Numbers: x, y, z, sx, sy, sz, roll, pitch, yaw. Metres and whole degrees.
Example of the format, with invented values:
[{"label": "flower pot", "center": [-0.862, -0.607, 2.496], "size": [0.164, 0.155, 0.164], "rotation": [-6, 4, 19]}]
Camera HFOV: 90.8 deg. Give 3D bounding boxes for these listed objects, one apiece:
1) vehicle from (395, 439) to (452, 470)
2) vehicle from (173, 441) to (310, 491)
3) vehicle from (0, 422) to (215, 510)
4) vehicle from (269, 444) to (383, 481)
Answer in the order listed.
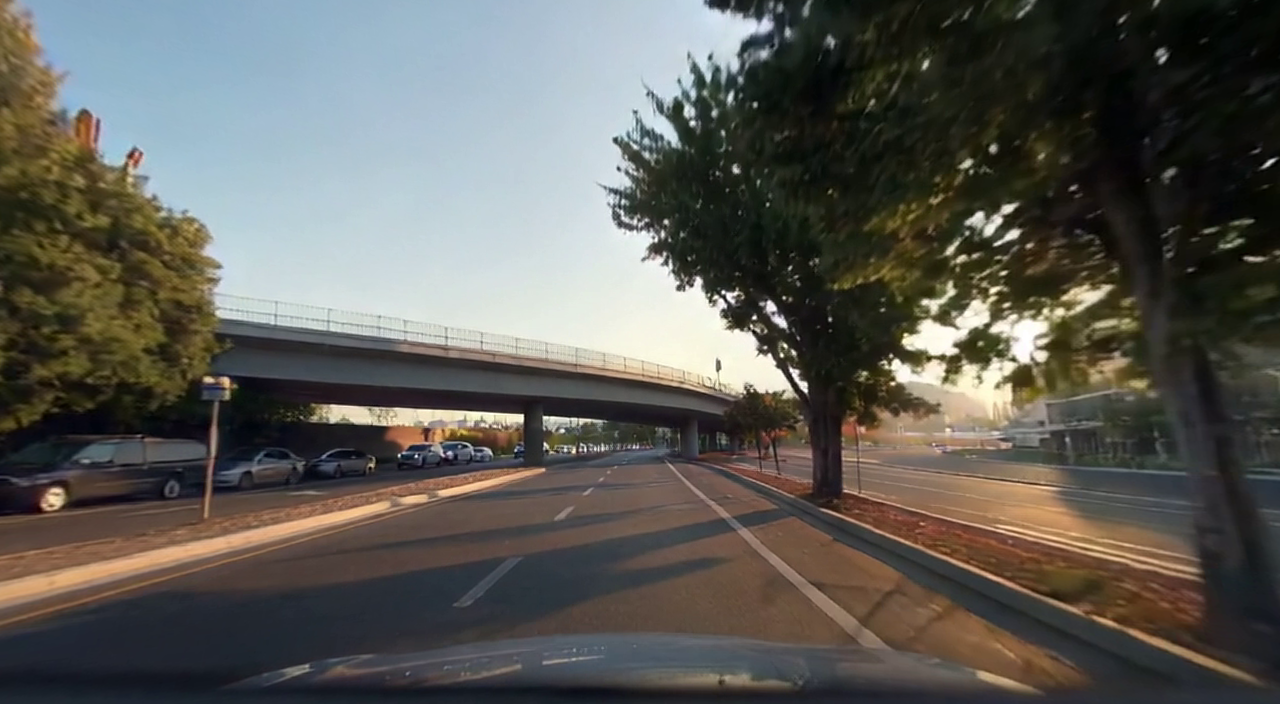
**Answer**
[{"label": "vehicle", "center": [-13.372, 6.360, 39.337], "size": [1.903, 1.703, 4.346], "rotation": [2, -9, 1]}, {"label": "vehicle", "center": [-13.989, 4.027, 22.521], "size": [1.908, 1.559, 4.301], "rotation": [0, -9, 2]}, {"label": "vehicle", "center": [-14.360, 2.993, 16.860], "size": [2.074, 1.910, 5.314], "rotation": [2, -10, 2]}, {"label": "vehicle", "center": [-13.885, 4.890, 28.389], "size": [2.155, 1.477, 5.369], "rotation": [-1, -8, 3]}]
